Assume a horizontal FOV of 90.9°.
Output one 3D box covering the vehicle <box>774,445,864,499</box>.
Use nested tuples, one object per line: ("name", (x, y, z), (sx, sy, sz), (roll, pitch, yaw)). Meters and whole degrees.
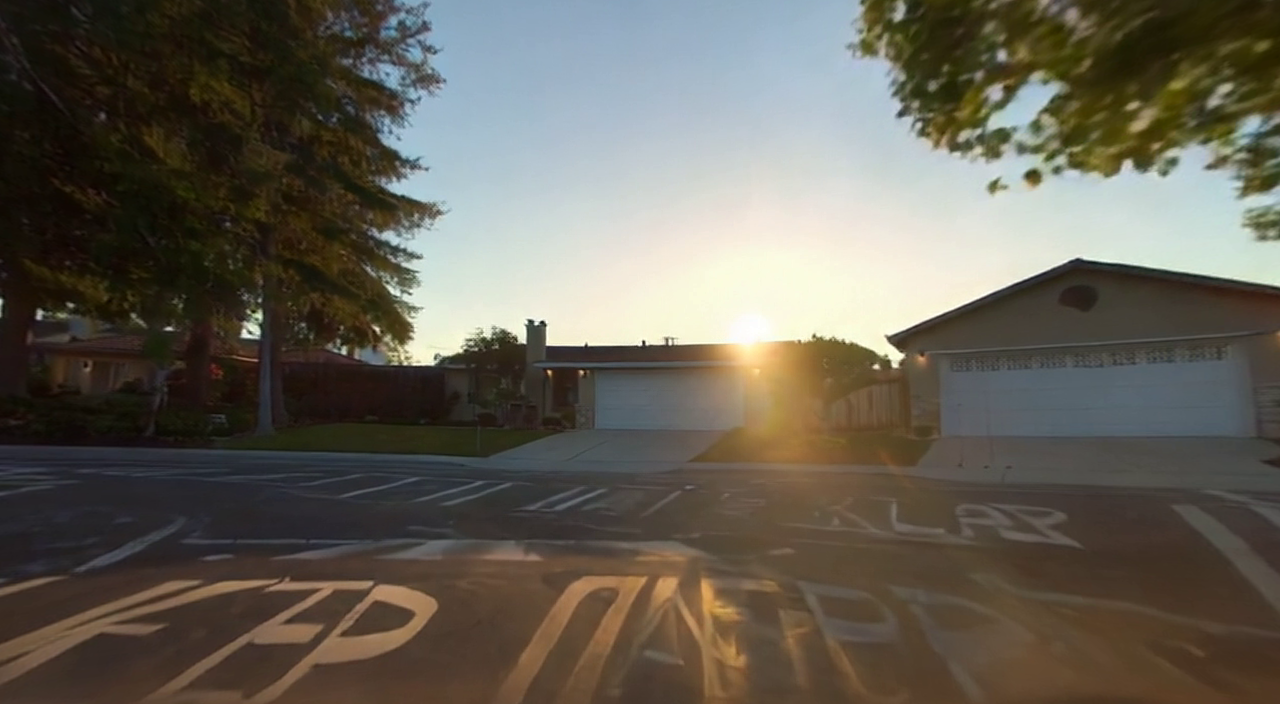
("vehicle", (5.507, 3.760, 20.049), (1.860, 1.477, 4.629), (-1, -10, 5))

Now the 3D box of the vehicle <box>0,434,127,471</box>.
("vehicle", (-28.549, 5.054, 31.363), (2.019, 1.697, 4.310), (0, -11, 6))
